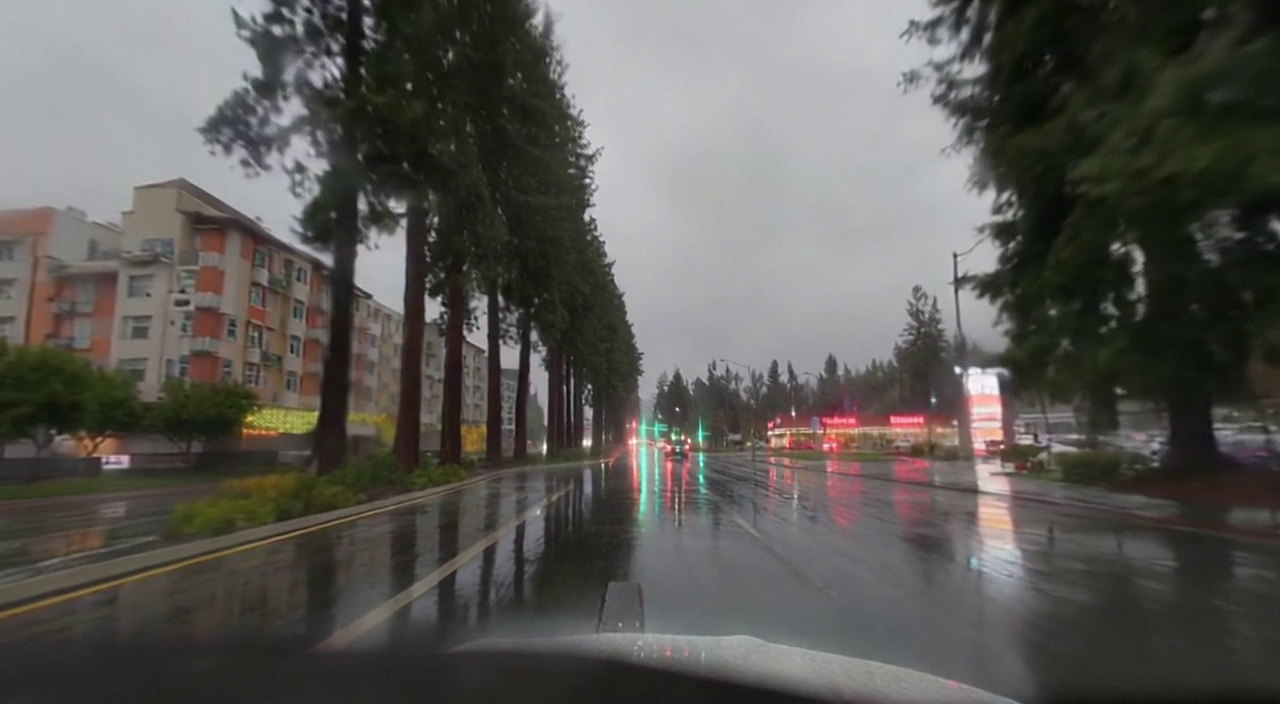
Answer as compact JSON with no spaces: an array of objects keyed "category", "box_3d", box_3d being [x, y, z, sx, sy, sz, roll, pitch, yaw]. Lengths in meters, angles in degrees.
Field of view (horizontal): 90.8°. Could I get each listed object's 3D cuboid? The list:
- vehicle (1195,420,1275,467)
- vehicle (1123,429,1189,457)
[{"category":"vehicle","box_3d":[31.801,4.866,33.959,2.229,2.281,5.488,-4,-9,35]},{"category":"vehicle","box_3d":[31.814,5.633,39.091,2.133,1.584,4.842,-5,-9,28]}]
